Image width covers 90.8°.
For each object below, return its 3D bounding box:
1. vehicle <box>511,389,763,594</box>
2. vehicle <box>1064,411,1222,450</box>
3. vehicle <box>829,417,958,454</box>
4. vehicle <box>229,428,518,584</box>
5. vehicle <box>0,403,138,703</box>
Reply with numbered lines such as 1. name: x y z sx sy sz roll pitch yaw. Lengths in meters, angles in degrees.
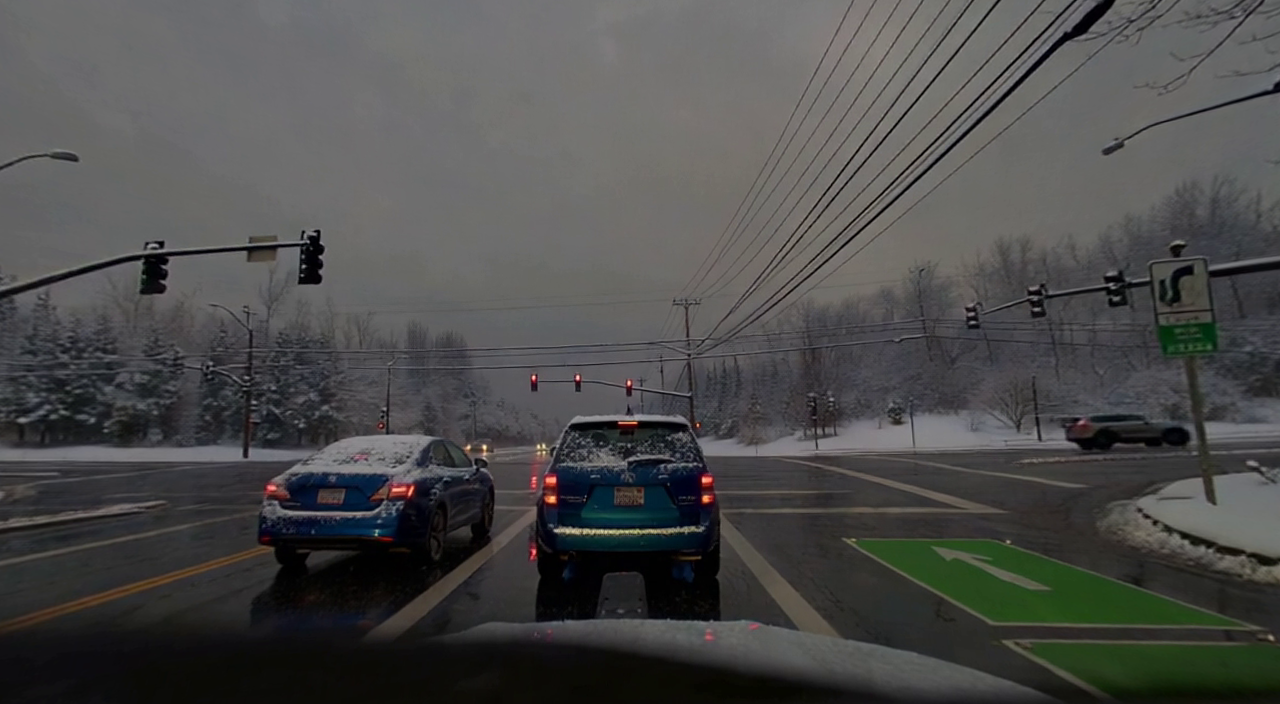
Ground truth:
1. vehicle: -0.059 1.510 7.604 2.182 1.773 4.041 0 -8 -1
2. vehicle: 21.909 3.475 27.706 4.977 1.648 2.088 -1 -8 4
3. vehicle: 13.824 4.607 34.834 6.143 1.944 2.229 -1 -8 5
4. vehicle: -2.933 1.763 7.997 1.969 1.486 3.702 0 -8 1
5. vehicle: -3.350 0.660 0.438 1.928 1.488 4.936 0 -8 0
